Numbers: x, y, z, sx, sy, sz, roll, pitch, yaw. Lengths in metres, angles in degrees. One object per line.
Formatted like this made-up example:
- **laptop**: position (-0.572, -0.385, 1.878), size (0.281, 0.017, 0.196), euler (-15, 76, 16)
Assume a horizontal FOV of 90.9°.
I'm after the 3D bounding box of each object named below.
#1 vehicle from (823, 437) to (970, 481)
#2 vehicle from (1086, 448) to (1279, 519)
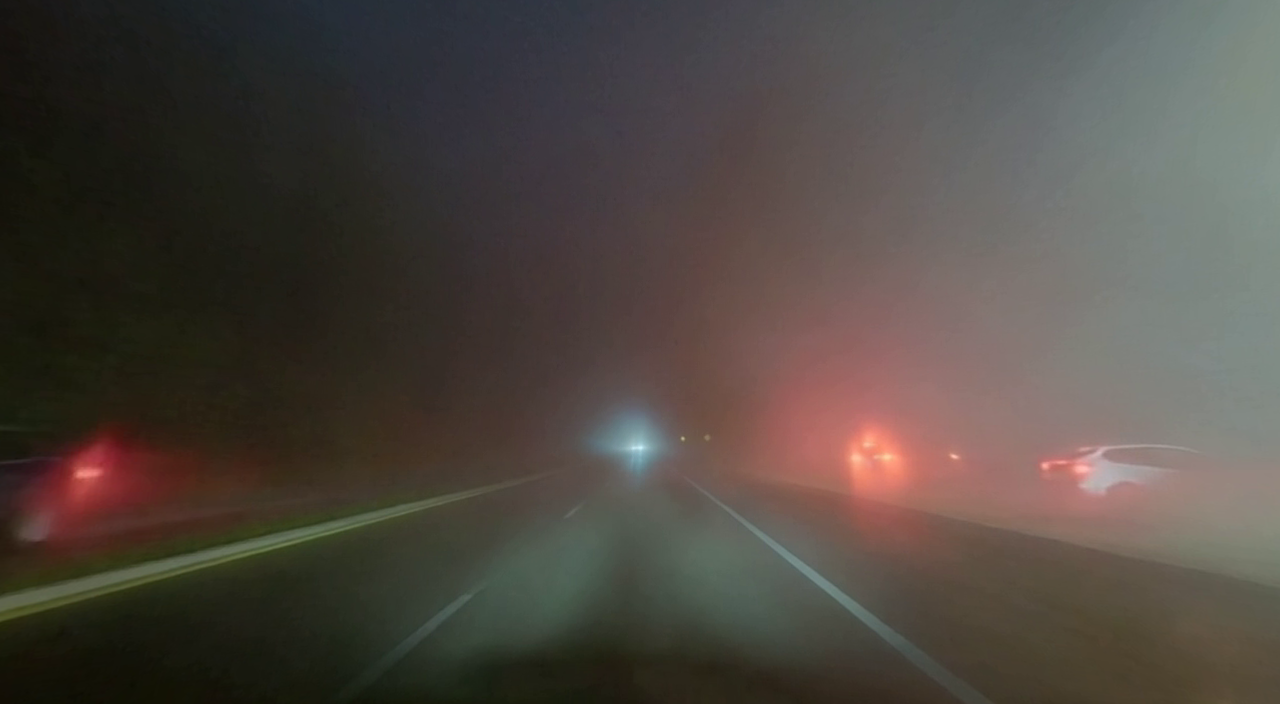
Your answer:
- **vehicle**: position (10.556, 4.438, 26.241), size (5.118, 1.701, 2.175), euler (0, -9, -2)
- **vehicle**: position (12.943, 2.875, 14.082), size (4.438, 1.444, 1.900), euler (0, -8, 1)
